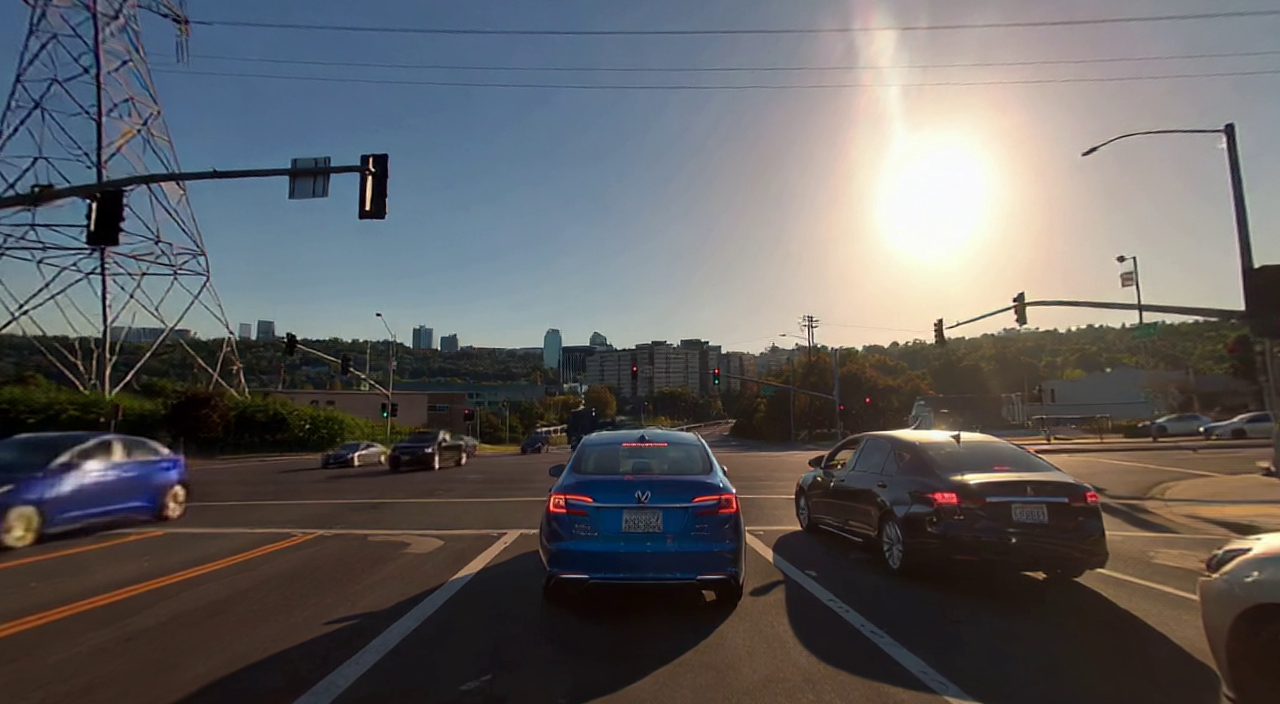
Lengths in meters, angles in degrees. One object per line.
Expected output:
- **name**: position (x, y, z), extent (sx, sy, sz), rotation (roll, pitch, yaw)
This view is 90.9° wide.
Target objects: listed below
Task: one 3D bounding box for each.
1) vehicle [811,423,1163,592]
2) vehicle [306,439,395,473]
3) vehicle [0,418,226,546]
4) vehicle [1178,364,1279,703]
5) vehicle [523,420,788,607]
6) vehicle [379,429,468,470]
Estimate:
- **vehicle**: position (3.654, 1.687, 7.727), extent (1.835, 1.473, 4.190), rotation (0, -8, -2)
- **vehicle**: position (-13.764, 4.956, 30.308), extent (1.982, 1.469, 4.583), rotation (-1, -8, 2)
- **vehicle**: position (-10.245, 2.161, 10.951), extent (2.161, 1.818, 5.672), rotation (0, -8, 1)
- **vehicle**: position (3.409, 0.592, 0.632), extent (1.926, 1.614, 4.330), rotation (0, -8, 1)
- **vehicle**: position (0.113, 1.600, 7.134), extent (2.117, 1.474, 4.036), rotation (0, -8, 0)
- **vehicle**: position (-10.012, 4.577, 29.641), extent (2.239, 1.719, 4.948), rotation (-1, -8, 3)
